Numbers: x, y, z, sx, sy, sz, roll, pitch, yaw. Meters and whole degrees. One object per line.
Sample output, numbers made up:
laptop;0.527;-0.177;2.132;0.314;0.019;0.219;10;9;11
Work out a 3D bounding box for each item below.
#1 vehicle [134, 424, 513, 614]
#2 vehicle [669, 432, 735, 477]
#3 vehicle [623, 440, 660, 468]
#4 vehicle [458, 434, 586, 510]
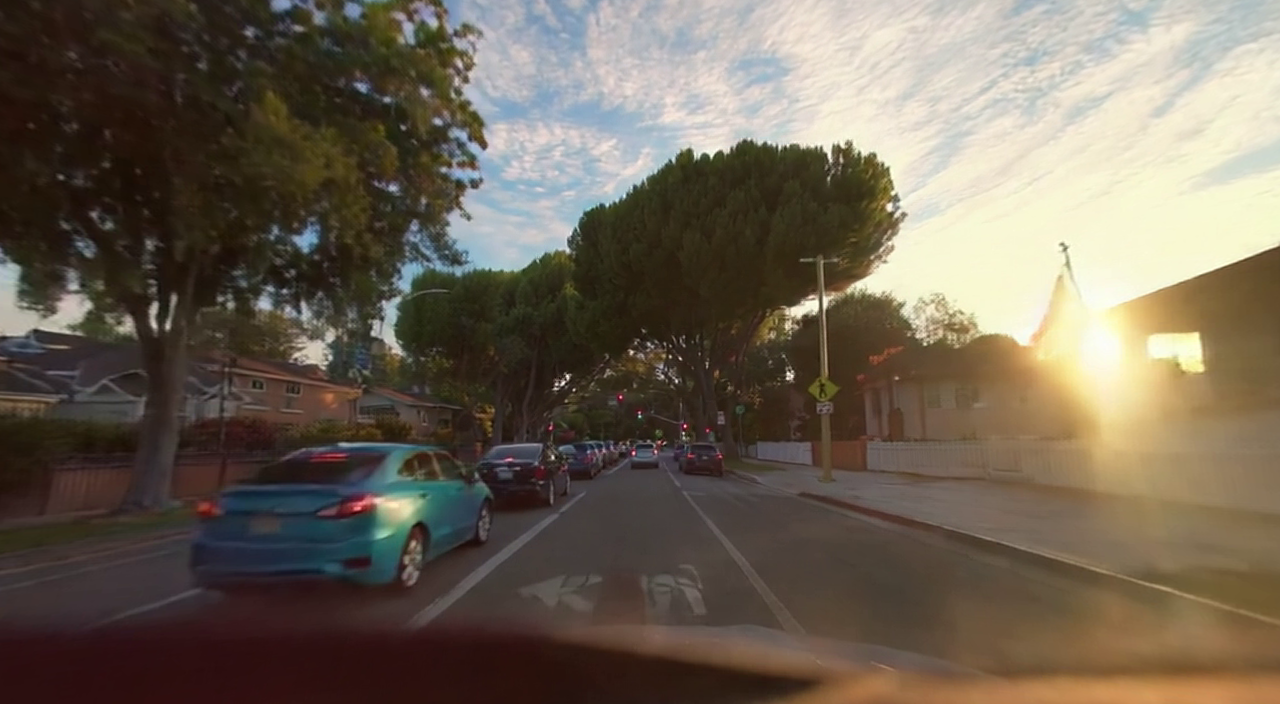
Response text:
vehicle;-2.954;1.656;7.241;1.970;1.477;4.380;-1;-9;2
vehicle;2.511;4.318;26.773;2.258;1.682;4.635;0;-9;-1
vehicle;0.069;5.575;34.595;1.927;1.453;3.848;0;-9;0
vehicle;-2.540;2.735;14.855;2.081;1.488;4.566;0;-9;1
